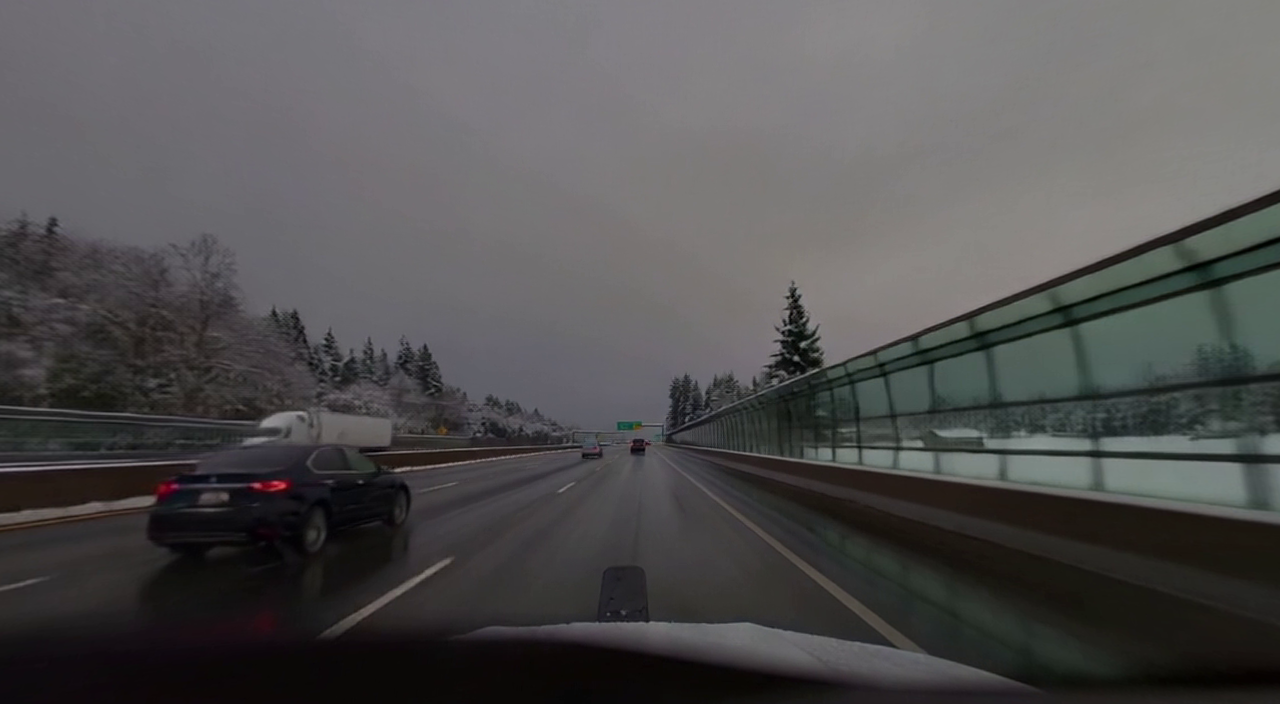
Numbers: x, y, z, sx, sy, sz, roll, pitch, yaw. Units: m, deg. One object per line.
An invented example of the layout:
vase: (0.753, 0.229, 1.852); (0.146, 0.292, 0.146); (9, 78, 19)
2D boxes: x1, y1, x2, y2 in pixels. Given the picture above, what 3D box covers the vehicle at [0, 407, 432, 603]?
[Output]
vehicle: (-4.184, 1.533, 7.200); (2.059, 1.541, 4.296); (0, -8, 1)
